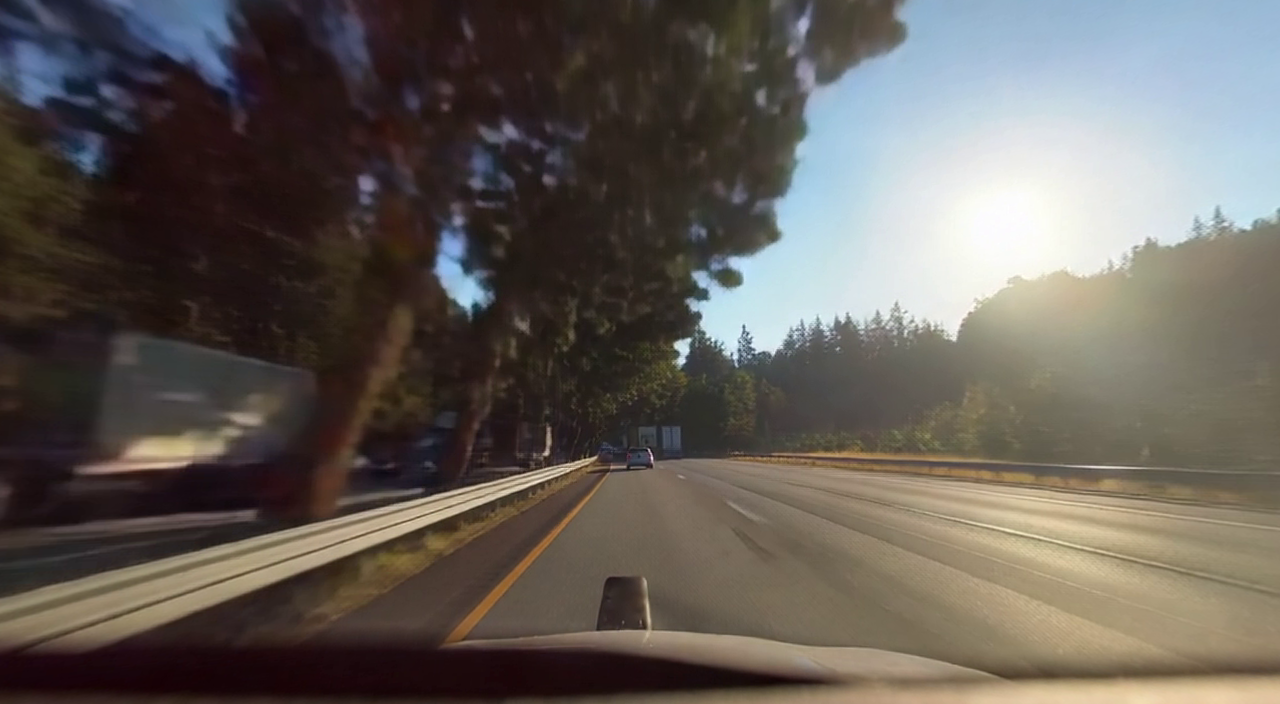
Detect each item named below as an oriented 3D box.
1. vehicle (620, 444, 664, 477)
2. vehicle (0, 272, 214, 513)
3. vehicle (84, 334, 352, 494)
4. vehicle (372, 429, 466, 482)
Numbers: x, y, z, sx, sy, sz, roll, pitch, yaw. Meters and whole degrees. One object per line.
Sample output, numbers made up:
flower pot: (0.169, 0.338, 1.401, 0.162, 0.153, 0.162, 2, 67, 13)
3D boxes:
vehicle: (0.037, 5.402, 31.561, 2.069, 1.523, 4.012, 0, -9, -1)
vehicle: (-12.274, 0.657, 10.492, 3.015, 4.010, 10.258, 0, -9, 1)
vehicle: (-12.391, 2.129, 19.853, 2.861, 4.010, 7.950, 0, -9, -1)
vehicle: (-8.227, 3.903, 23.916, 1.974, 1.804, 4.573, 0, -9, -1)
